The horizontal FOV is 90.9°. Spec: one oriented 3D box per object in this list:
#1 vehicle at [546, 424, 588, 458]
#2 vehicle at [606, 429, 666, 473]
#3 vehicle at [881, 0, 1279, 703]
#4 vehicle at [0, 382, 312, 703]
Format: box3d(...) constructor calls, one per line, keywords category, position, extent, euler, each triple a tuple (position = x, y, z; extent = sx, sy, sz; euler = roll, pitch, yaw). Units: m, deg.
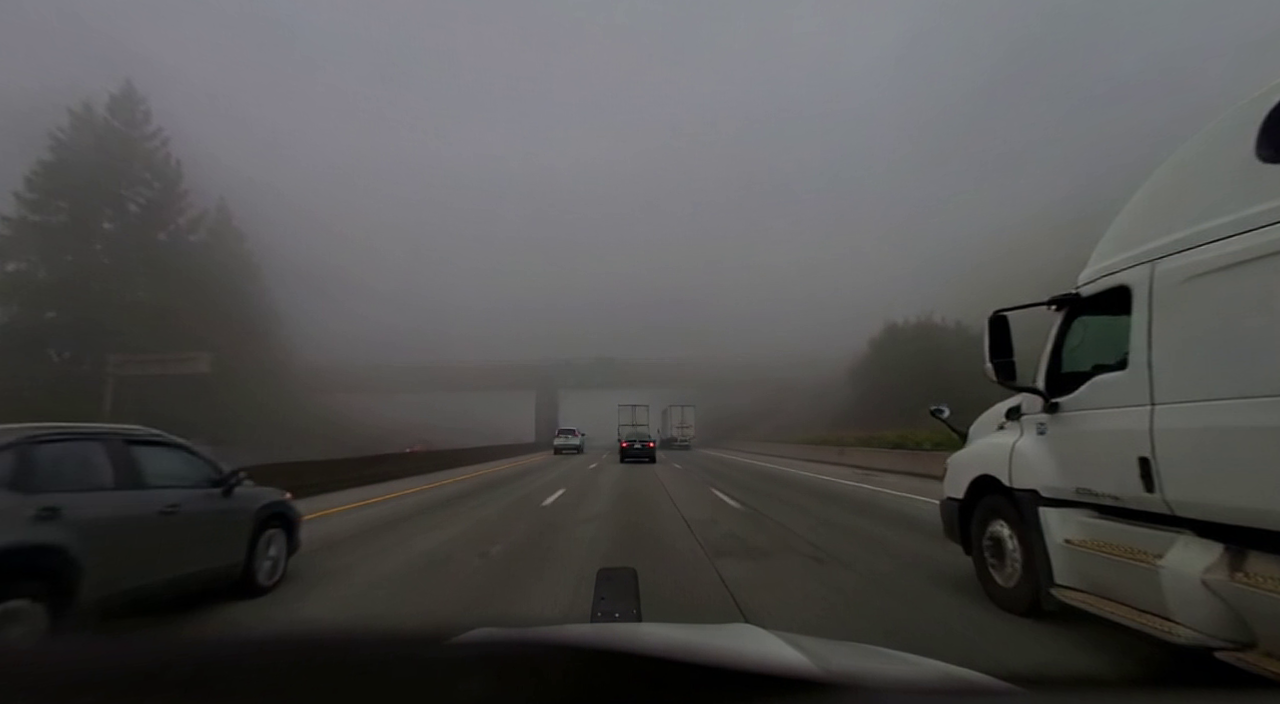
box3d(category="vehicle", position=(-4.426, 5.471, 38.883), extent=(2.013, 1.961, 4.692), euler=(0, -8, 0))
box3d(category="vehicle", position=(-0.182, 3.691, 23.727), extent=(2.059, 1.522, 3.693), euler=(0, -8, -1))
box3d(category="vehicle", position=(3.780, -0.086, 2.018), extent=(2.783, 3.483, 7.836), euler=(0, -8, -1))
box3d(category="vehicle", position=(-3.807, 0.939, 3.009), extent=(1.979, 1.527, 4.754), euler=(0, -8, -1))
